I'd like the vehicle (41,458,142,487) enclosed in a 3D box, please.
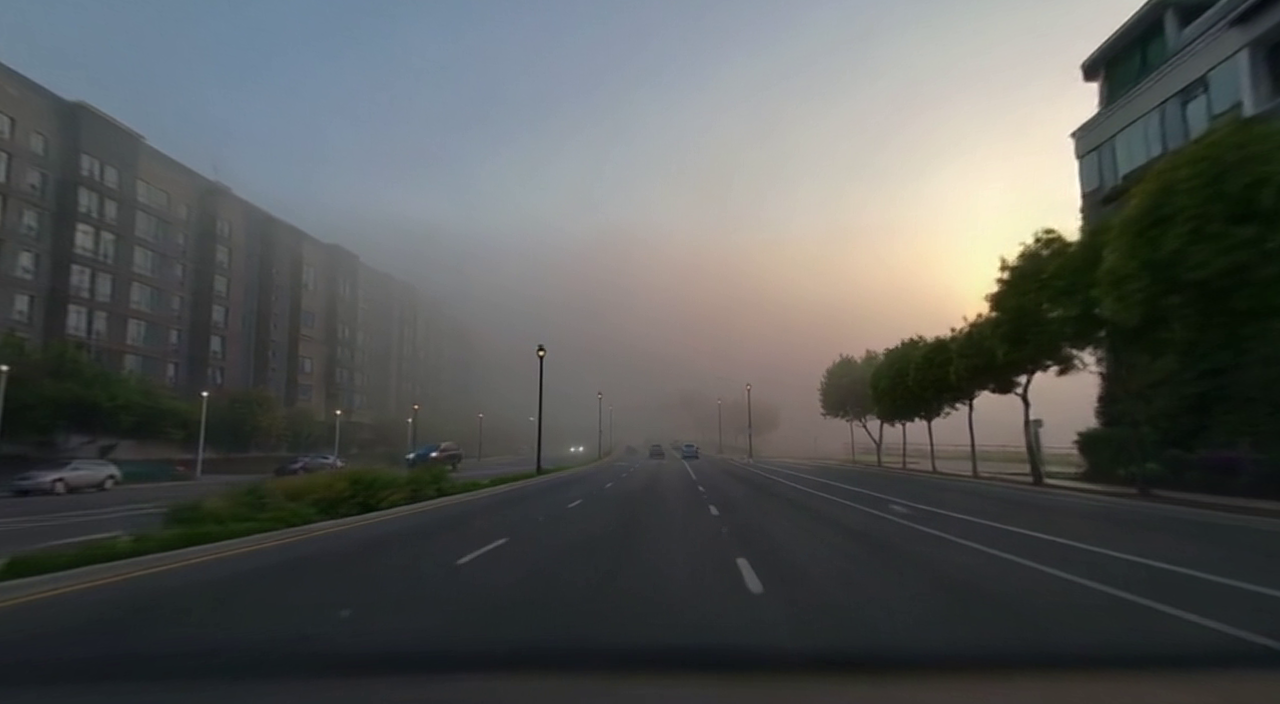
[{"bbox_3d":[-34.480,7.579,39.691,4.463,1.688,2.078,0,-8,2],"label":"vehicle"}]

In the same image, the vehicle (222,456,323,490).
[{"bbox_3d":[-18.195,5.979,31.493,1.918,1.498,4.741,-1,-8,4],"label":"vehicle"}]

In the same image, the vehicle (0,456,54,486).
[{"bbox_3d":[-40.537,7.551,40.036,4.668,1.773,1.928,0,-8,2],"label":"vehicle"}]

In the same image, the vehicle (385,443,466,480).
[{"bbox_3d":[-12.513,6.407,37.282,2.237,1.957,5.836,-1,-8,6],"label":"vehicle"}]
